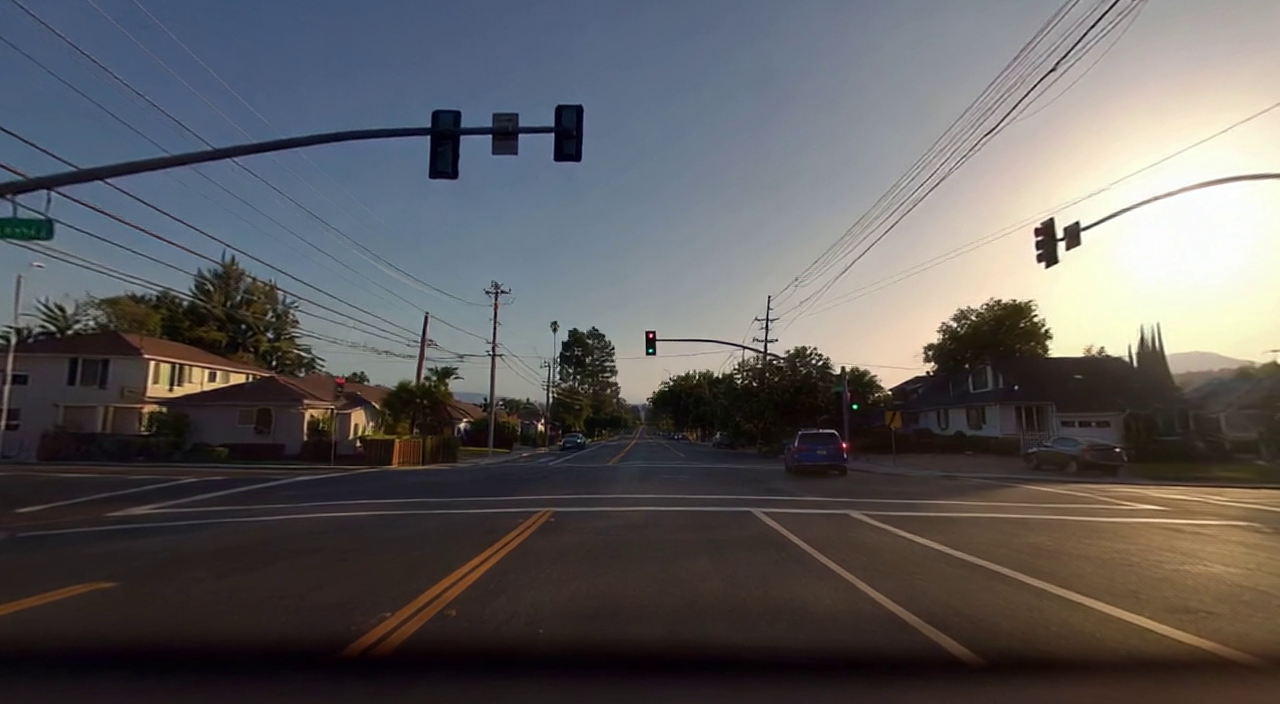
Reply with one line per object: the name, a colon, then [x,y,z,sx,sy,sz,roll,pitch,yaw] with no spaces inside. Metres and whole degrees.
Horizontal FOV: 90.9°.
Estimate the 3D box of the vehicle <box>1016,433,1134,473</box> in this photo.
vehicle: [22.864,5.301,33.417,2.030,1.927,4.853,2,-9,-14]
